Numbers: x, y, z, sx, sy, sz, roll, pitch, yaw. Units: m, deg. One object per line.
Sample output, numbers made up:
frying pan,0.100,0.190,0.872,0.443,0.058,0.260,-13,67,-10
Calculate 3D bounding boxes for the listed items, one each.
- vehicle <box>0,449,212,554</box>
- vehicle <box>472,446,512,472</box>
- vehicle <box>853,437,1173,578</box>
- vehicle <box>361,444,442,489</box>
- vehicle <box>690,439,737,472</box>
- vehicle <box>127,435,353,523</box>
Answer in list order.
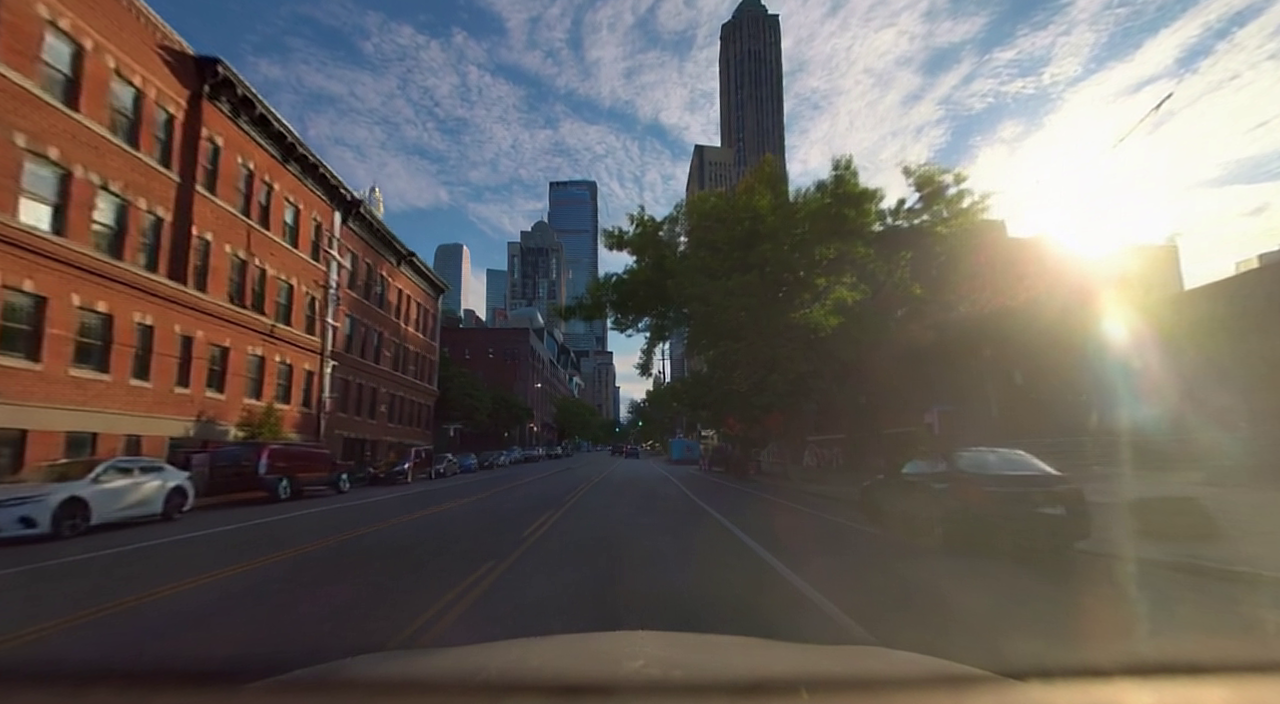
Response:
vehicle,-11.022,2.784,12.404,1.992,1.629,4.773,-3,-9,-1
vehicle,-11.396,8.288,48.850,2.039,1.770,4.445,-3,-10,-1
vehicle,4.892,2.065,9.295,1.929,1.522,4.543,0,-9,0
vehicle,-11.397,5.479,30.629,1.970,1.828,5.519,-3,-9,-2
vehicle,4.525,6.500,39.733,2.237,1.908,5.320,1,-9,-1
vehicle,-10.931,3.515,18.194,2.574,1.922,6.292,-3,-9,-1
